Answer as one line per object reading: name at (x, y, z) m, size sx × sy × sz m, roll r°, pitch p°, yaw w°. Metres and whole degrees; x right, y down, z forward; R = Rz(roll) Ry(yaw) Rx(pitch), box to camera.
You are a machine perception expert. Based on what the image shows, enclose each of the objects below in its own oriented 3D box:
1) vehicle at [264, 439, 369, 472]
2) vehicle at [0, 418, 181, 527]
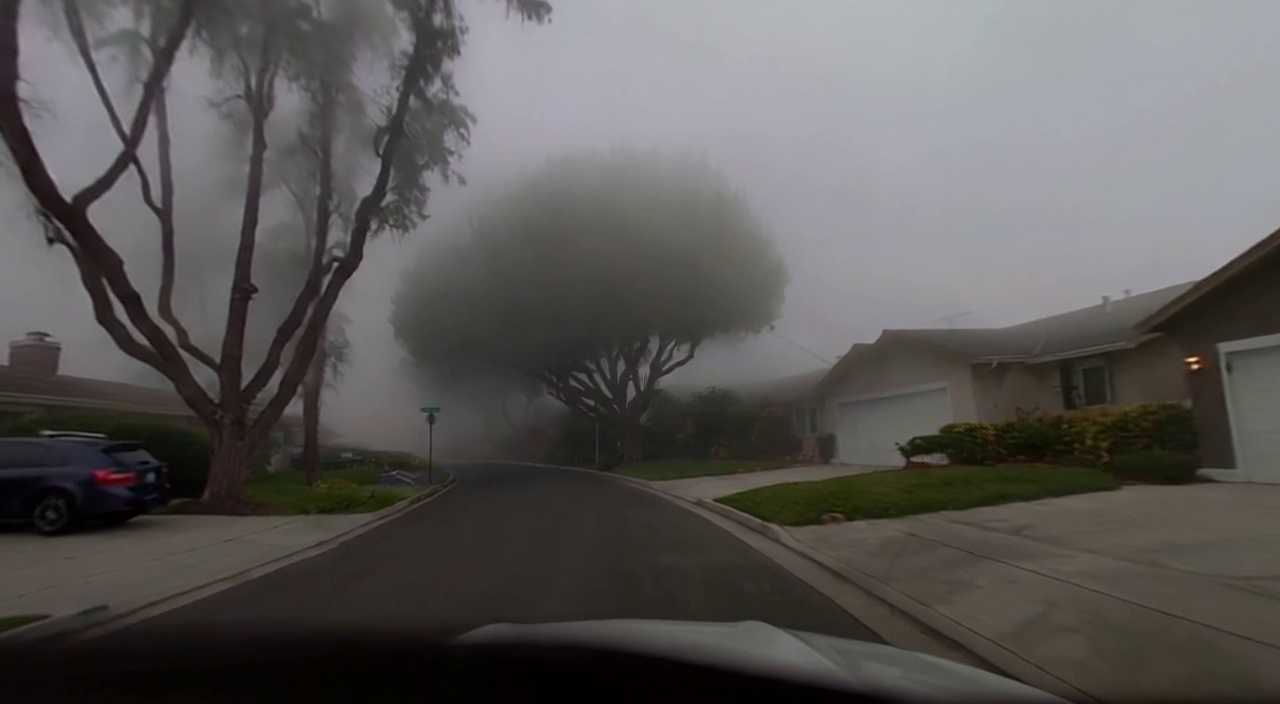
vehicle at (-16.808, 5.419, 32.983) m, size 4.471 × 1.638 × 1.877 m, roll 2°, pitch -8°, yaw -13°
vehicle at (-11.578, 2.157, 11.273) m, size 4.961 × 1.757 × 1.971 m, roll 1°, pitch -9°, yaw -17°
